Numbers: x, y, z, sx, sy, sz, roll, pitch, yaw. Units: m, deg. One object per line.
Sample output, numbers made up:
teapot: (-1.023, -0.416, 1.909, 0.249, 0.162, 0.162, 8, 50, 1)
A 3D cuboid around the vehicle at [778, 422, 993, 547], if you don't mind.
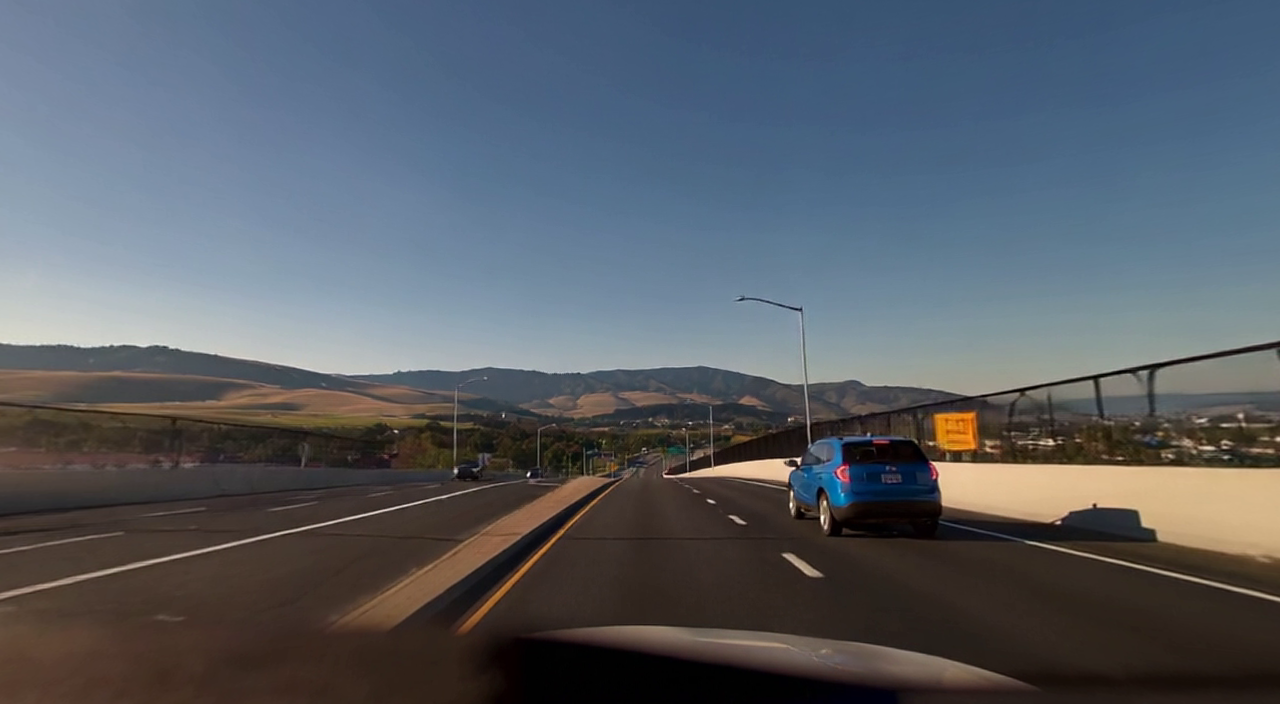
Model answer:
vehicle: (3.920, 2.186, 11.048, 1.989, 1.730, 4.324, 0, -9, 0)
